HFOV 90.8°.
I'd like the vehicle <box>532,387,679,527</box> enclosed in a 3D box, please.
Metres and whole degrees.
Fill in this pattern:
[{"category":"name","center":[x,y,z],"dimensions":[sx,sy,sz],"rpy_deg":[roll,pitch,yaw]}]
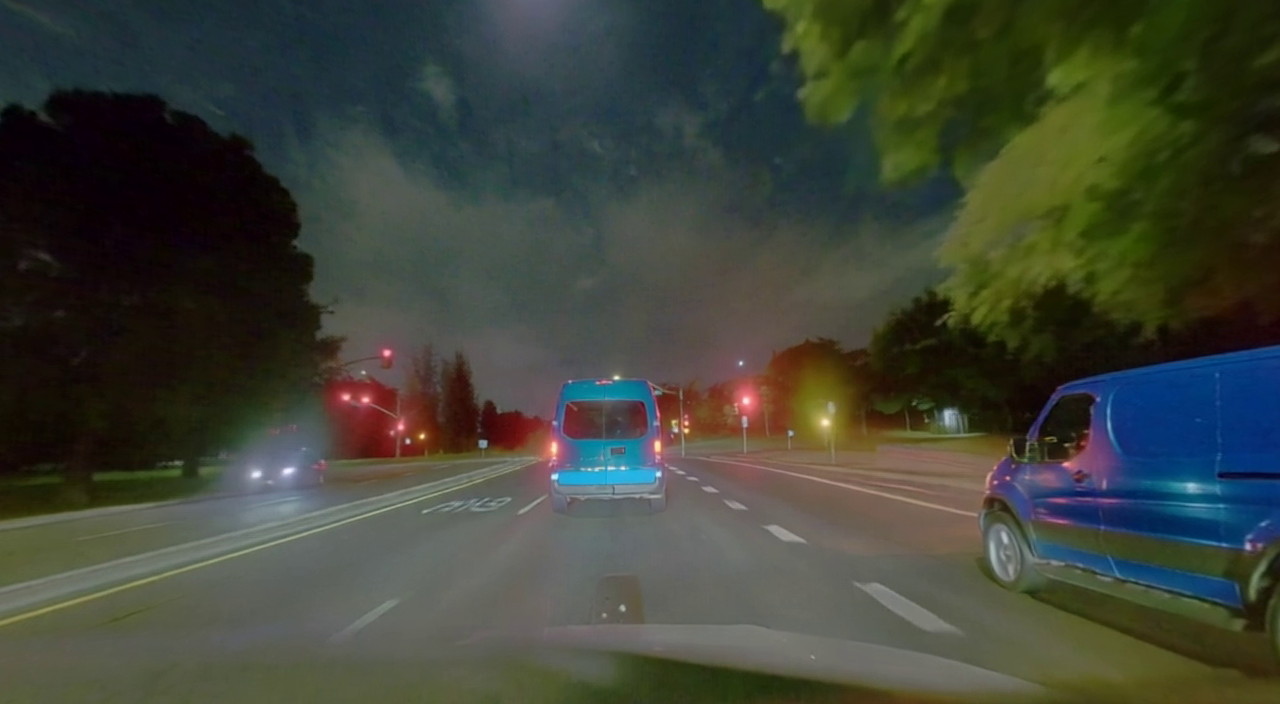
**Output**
[{"category":"vehicle","center":[-0.461,1.855,11.480],"dimensions":[2.145,2.046,4.309],"rpy_deg":[0,-9,1]}]

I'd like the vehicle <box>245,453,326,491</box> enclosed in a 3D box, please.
[{"category":"vehicle","center":[-15.863,5.355,28.495],"dimensions":[1.833,1.504,4.141],"rpy_deg":[2,-9,-10]}]

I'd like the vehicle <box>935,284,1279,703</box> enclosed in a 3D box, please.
[{"category":"vehicle","center":[3.687,0.809,3.656],"dimensions":[1.988,1.873,3.968],"rpy_deg":[0,-9,0]}]
